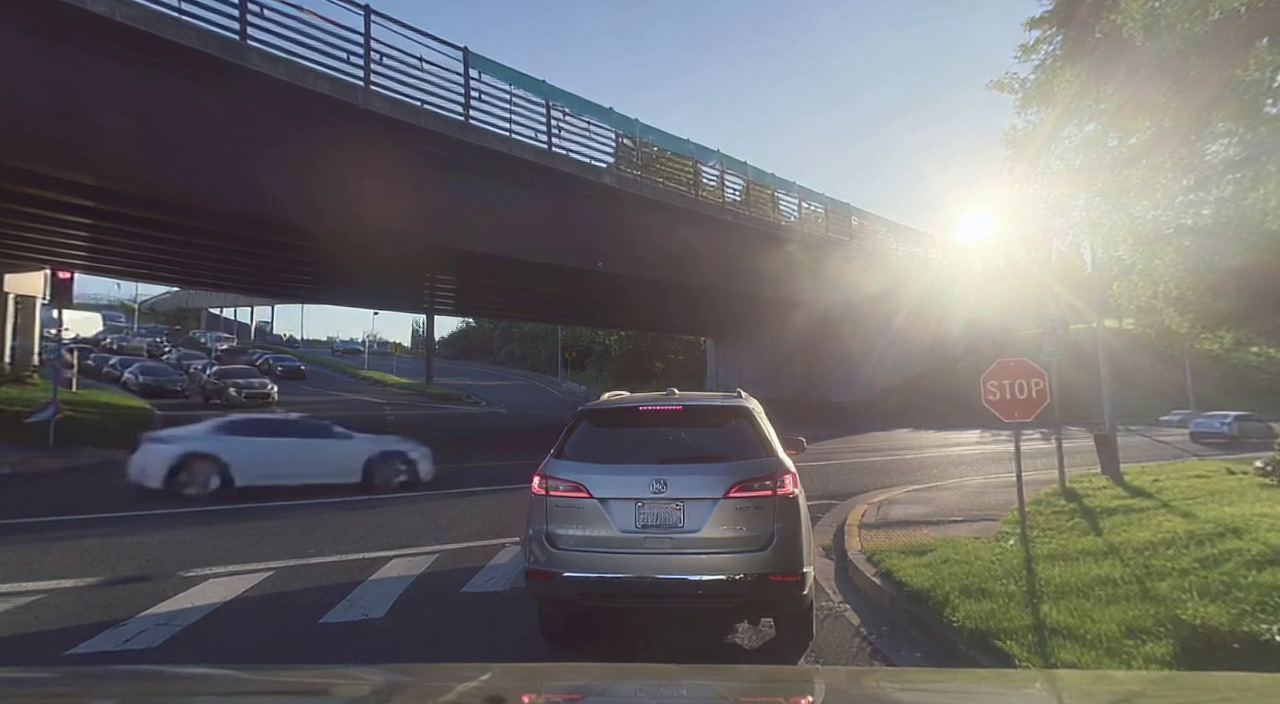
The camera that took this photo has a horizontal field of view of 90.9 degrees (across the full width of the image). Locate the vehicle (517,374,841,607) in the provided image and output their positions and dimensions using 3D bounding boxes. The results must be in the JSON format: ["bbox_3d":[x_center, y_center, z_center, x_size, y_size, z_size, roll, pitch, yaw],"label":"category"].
[{"bbox_3d":[0.302,1.400,7.137,2.494,1.804,4.336,0,-9,0],"label":"vehicle"}]

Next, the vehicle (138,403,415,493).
[{"bbox_3d":[-8.219,2.234,14.818,5.166,1.791,2.131,5,-10,-28],"label":"vehicle"}]

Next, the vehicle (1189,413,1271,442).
[{"bbox_3d":[37.058,4.779,39.593,5.060,1.648,2.038,4,-10,-27],"label":"vehicle"}]
